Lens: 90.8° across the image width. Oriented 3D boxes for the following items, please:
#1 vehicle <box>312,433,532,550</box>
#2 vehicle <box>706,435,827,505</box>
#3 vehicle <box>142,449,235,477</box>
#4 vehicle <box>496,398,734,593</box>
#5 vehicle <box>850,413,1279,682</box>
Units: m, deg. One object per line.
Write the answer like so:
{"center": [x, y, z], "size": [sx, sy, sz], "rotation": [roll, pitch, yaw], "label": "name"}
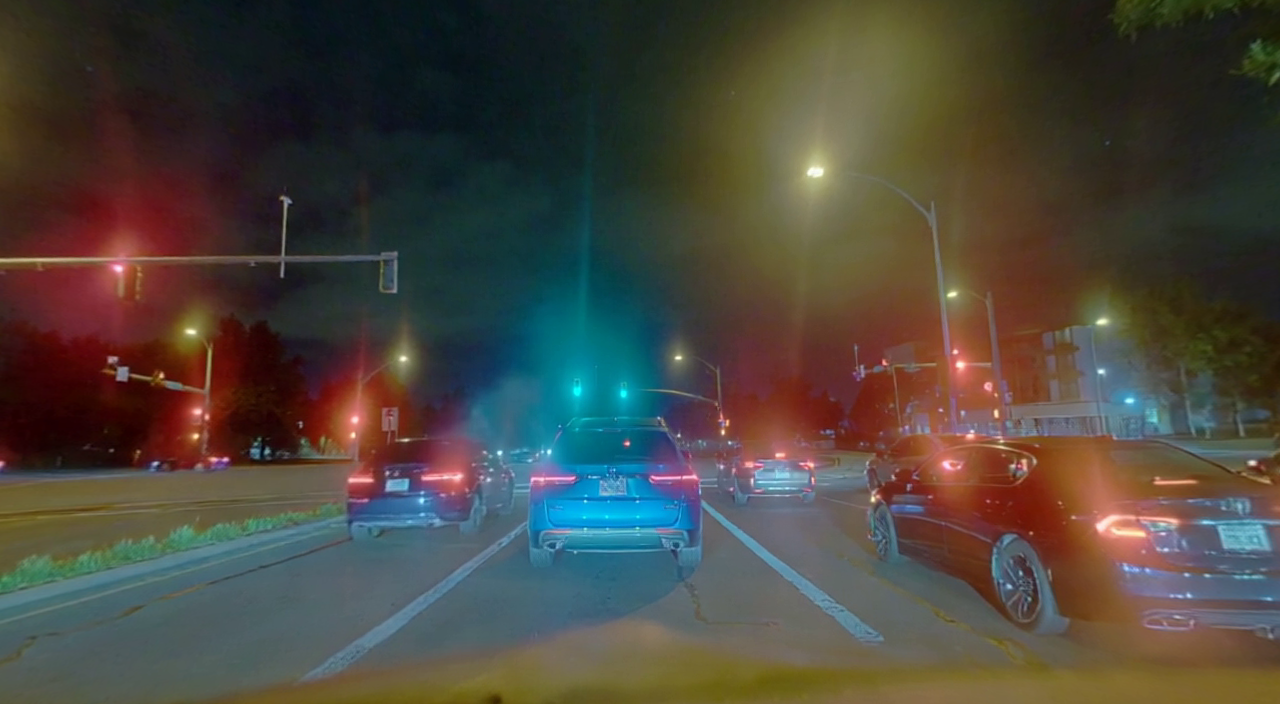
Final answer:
{"center": [-3.186, 2.127, 10.368], "size": [2.077, 1.493, 4.281], "rotation": [0, -9, 0], "label": "vehicle"}
{"center": [2.972, 2.857, 15.774], "size": [1.950, 1.506, 4.086], "rotation": [0, -8, -3], "label": "vehicle"}
{"center": [-30.128, 7.404, 42.270], "size": [4.446, 1.821, 2.276], "rotation": [0, -8, 1], "label": "vehicle"}
{"center": [-0.277, 1.559, 7.627], "size": [2.101, 1.707, 3.904], "rotation": [0, -8, -2], "label": "vehicle"}
{"center": [3.607, 1.394, 5.688], "size": [1.861, 1.478, 4.185], "rotation": [0, -8, -2], "label": "vehicle"}
